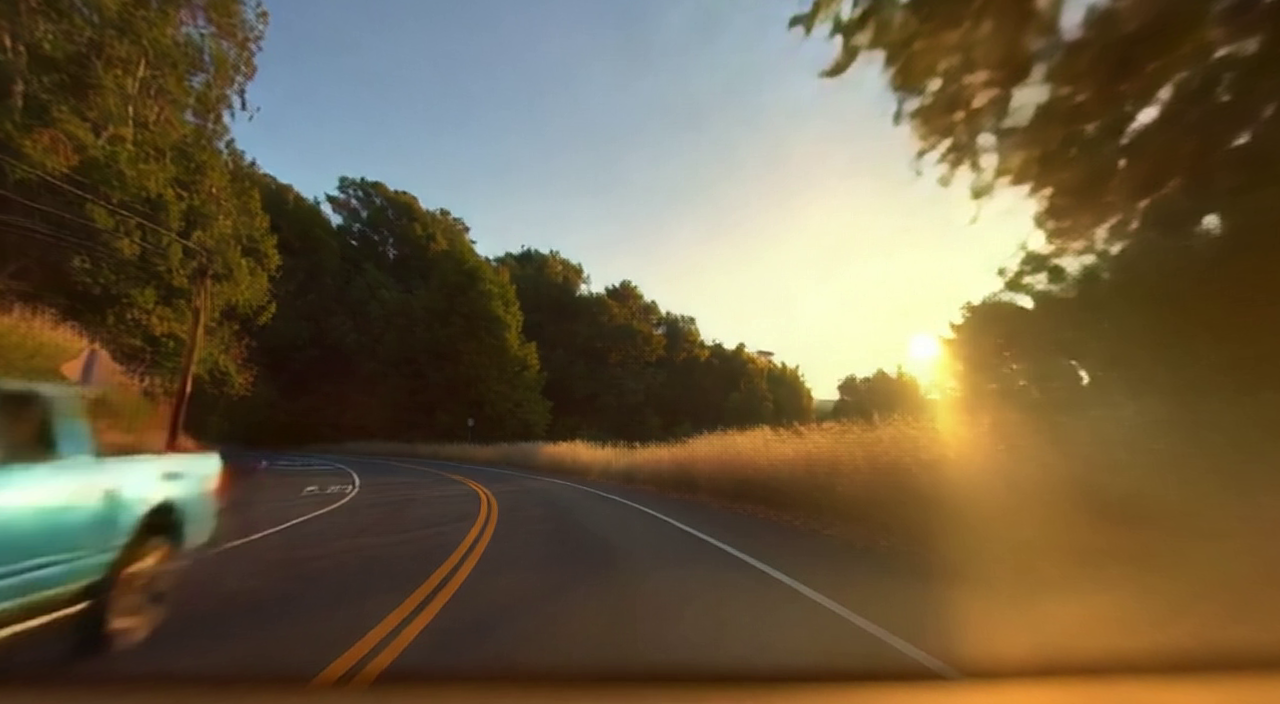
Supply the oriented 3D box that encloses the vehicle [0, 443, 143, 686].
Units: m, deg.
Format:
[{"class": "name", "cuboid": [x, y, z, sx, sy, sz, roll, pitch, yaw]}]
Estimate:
[{"class": "vehicle", "cuboid": [-4.787, 1.105, 2.580, 2.063, 1.443, 4.488, 0, -9, -4]}]
